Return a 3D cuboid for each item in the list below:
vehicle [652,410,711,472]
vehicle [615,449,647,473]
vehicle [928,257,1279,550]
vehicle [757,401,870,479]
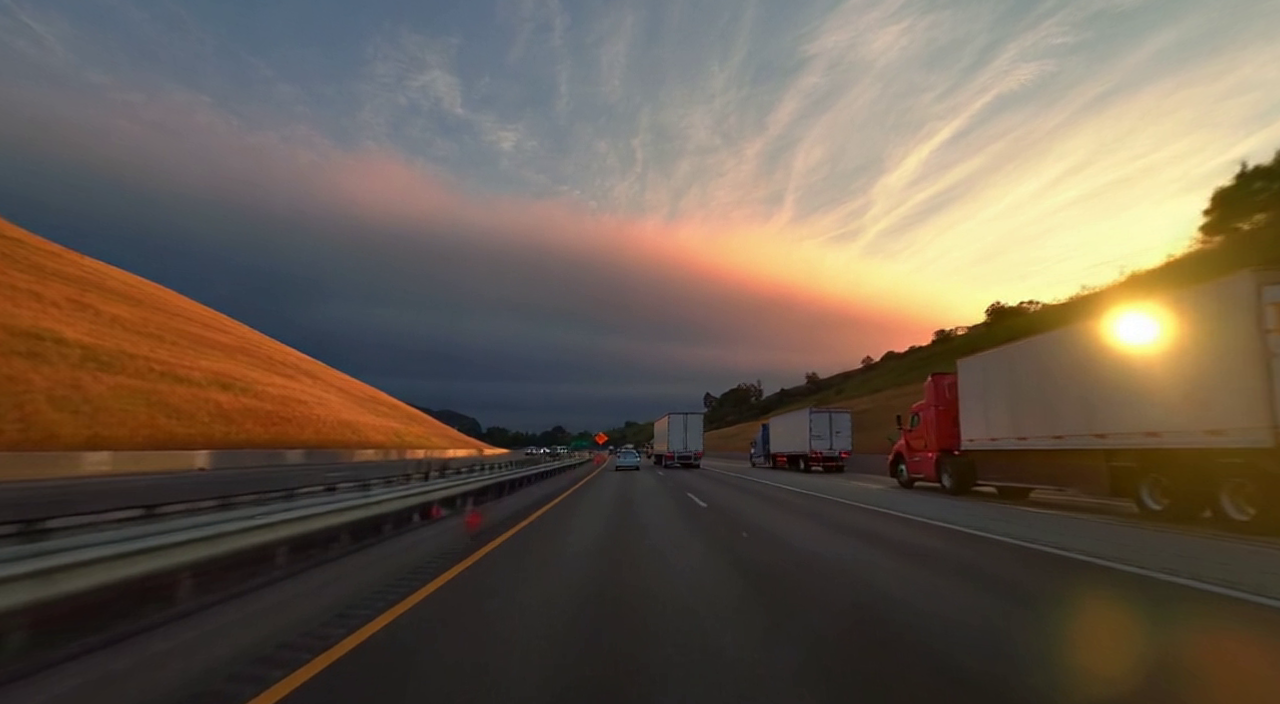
[{"bbox_3d":[2.768,6.873,47.836,2.986,3.916,15.375,0,-9,-2],"label":"vehicle"},{"bbox_3d":[-0.602,6.950,40.380,1.927,1.437,3.794,0,-9,-2],"label":"vehicle"},{"bbox_3d":[10.607,1.408,13.299,2.830,4.100,13.915,0,-9,1],"label":"vehicle"},{"bbox_3d":[10.510,5.770,40.551,2.854,4.112,14.088,0,-9,-2],"label":"vehicle"}]
